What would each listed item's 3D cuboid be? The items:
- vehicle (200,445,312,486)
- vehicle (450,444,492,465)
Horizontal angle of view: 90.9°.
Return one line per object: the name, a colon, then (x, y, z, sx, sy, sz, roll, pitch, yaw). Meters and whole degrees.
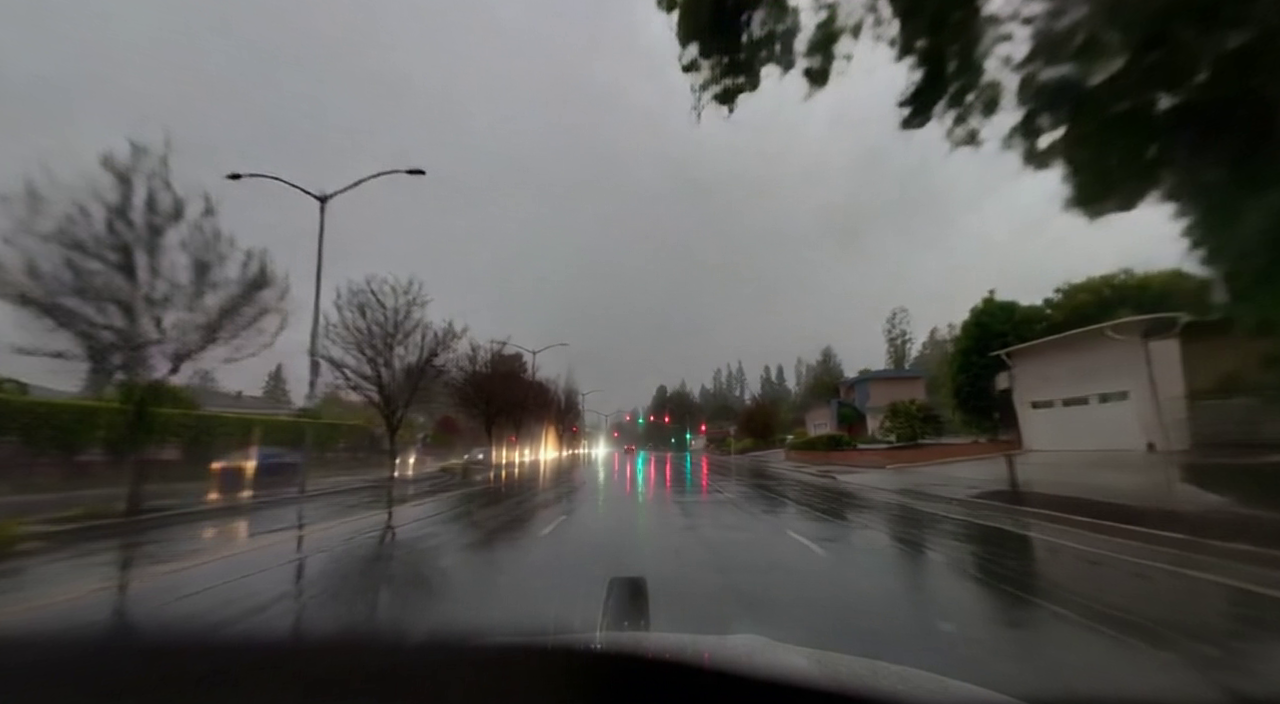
vehicle: (-17.055, 5.053, 28.307, 2.118, 1.661, 4.507, 0, -9, 1)
vehicle: (-12.923, 7.821, 48.355, 1.994, 1.518, 4.072, 0, -9, 1)
